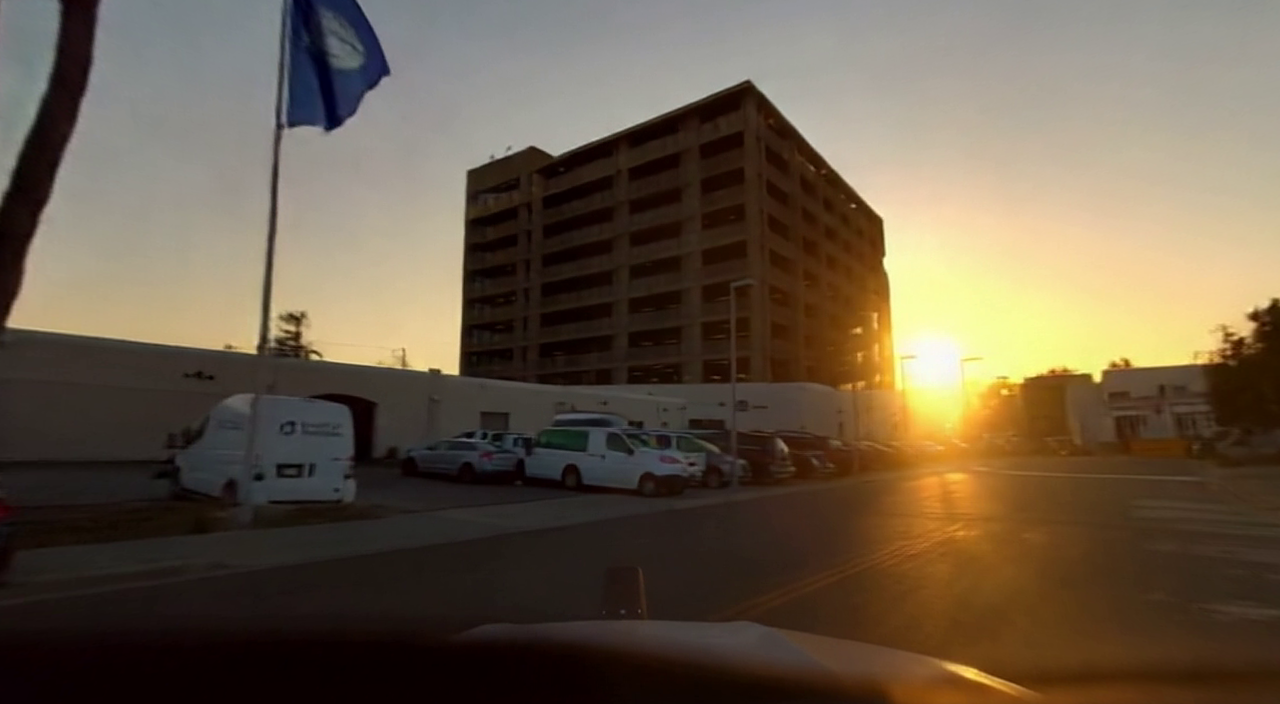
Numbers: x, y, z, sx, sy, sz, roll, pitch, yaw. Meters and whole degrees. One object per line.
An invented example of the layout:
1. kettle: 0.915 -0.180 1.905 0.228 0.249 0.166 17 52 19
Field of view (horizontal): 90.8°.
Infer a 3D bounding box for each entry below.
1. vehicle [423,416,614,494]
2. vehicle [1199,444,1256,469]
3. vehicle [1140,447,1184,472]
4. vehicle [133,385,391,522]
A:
1. vehicle: -4.074 3.222 20.286 6.632 2.126 2.228 -6 -9 38
2. vehicle: 44.156 7.839 47.439 4.342 1.753 2.021 5 -10 -34
3. vehicle: 36.126 7.413 43.809 2.026 1.659 4.314 -7 -10 37
4. vehicle: -8.259 2.145 13.592 5.986 2.324 2.491 -7 -11 36
